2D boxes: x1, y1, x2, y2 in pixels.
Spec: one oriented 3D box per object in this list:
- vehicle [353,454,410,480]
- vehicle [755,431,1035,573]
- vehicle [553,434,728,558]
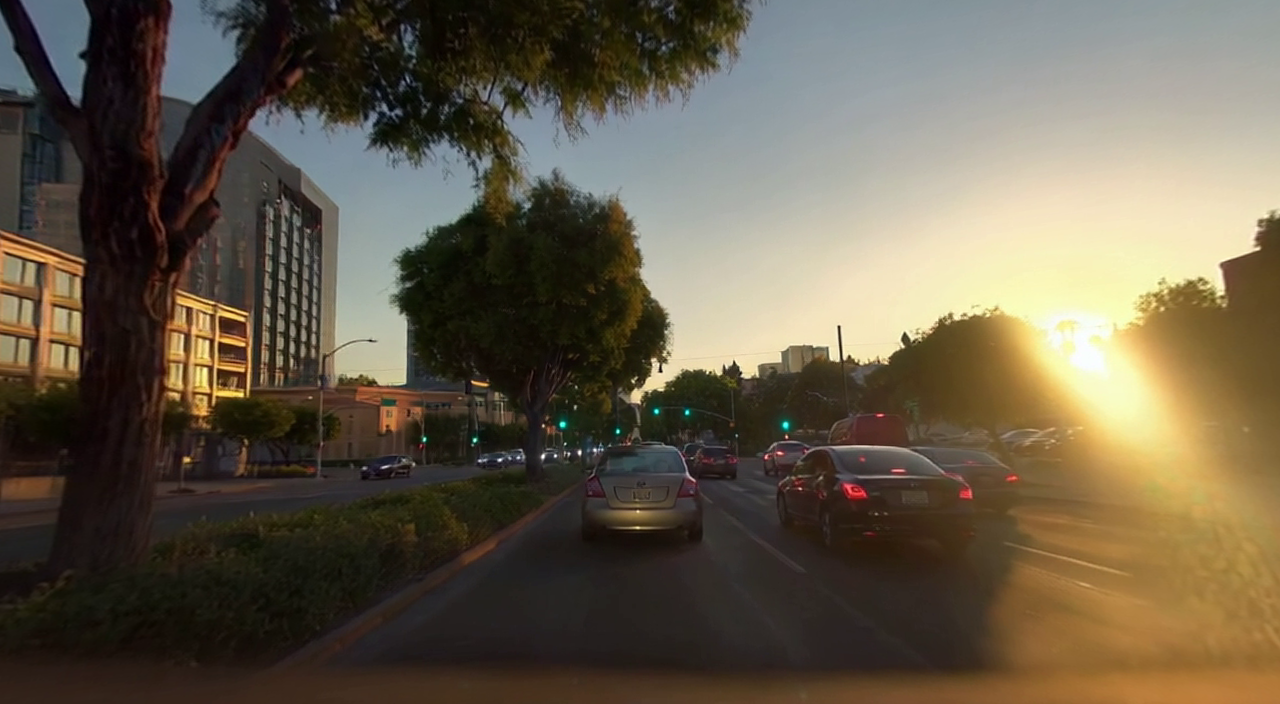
[{"bbox_3d":[-16.648,7.393,40.929,1.864,1.489,4.346,0,-8,0],"label":"vehicle"},{"bbox_3d":[3.126,1.924,9.022,1.995,1.483,4.533,0,-8,-2],"label":"vehicle"},{"bbox_3d":[-0.043,2.047,9.745,2.105,1.474,4.127,0,-8,-1],"label":"vehicle"}]
